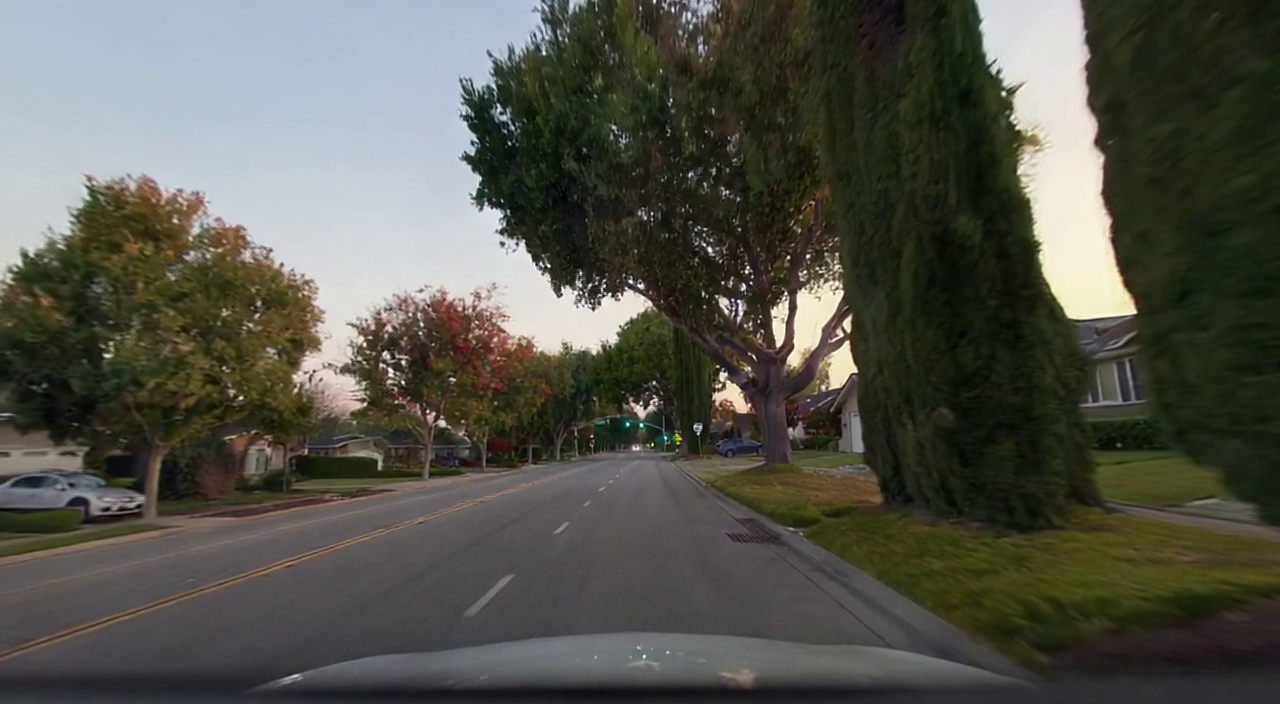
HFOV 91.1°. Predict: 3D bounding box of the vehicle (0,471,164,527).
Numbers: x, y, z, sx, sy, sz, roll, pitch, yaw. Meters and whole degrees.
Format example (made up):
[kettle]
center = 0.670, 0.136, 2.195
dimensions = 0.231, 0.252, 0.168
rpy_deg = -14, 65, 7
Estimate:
[vehicle]
center = -17.393, 4.366, 18.848
dimensions = 4.624, 1.488, 1.858
rpy_deg = 0, -9, -1
